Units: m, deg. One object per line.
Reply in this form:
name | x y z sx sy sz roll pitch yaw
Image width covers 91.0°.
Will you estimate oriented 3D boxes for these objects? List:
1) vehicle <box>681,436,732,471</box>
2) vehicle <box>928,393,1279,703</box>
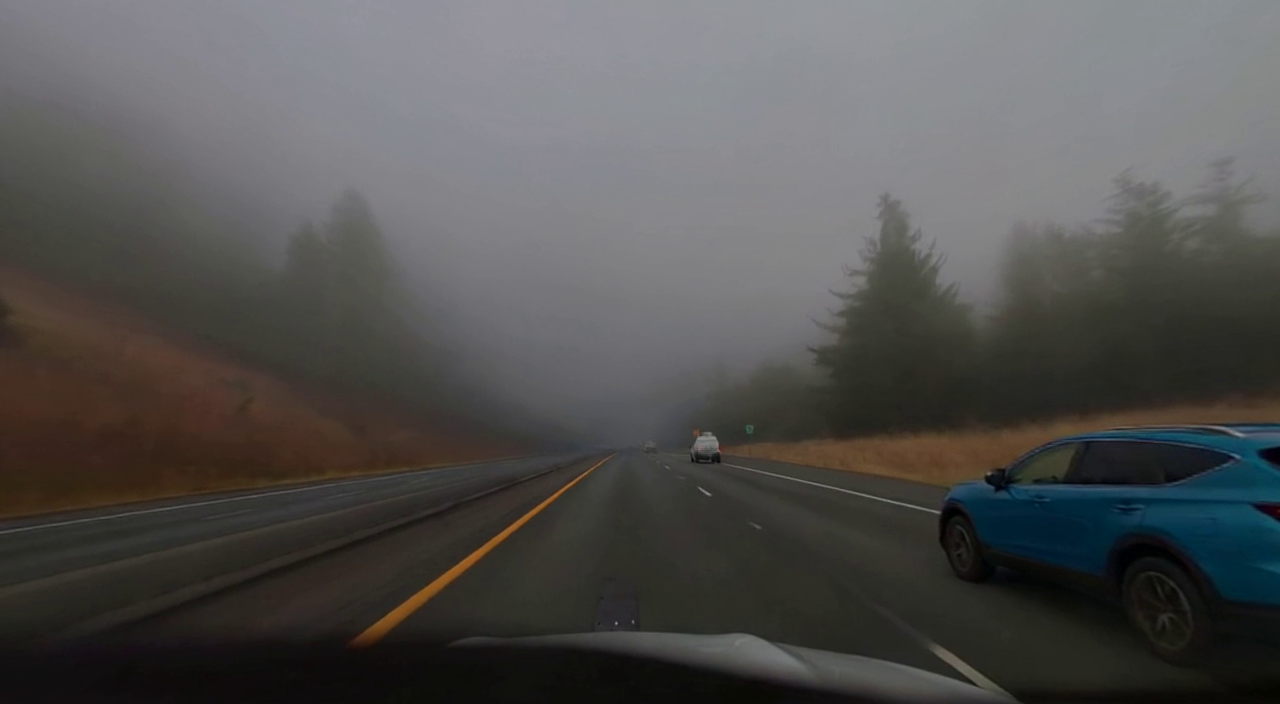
vehicle | 3.364 5.215 32.699 2.043 1.673 4.016 0 -8 -2
vehicle | 3.848 1.091 3.936 1.999 1.501 4.221 0 -8 -1
